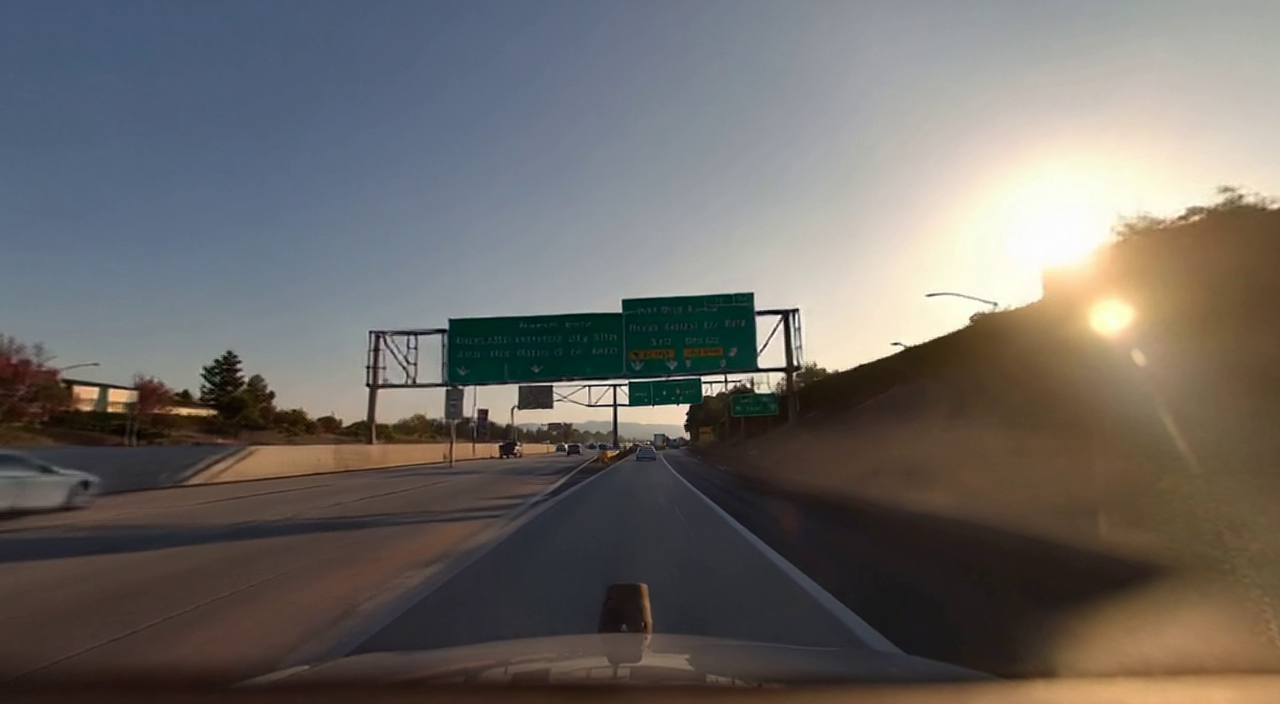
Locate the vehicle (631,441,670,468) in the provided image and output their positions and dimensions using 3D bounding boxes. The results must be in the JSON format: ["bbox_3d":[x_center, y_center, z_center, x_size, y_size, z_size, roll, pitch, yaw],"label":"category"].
[{"bbox_3d":[0.526,5.918,36.593,2.137,1.461,3.999,0,-8,-1],"label":"vehicle"}]
